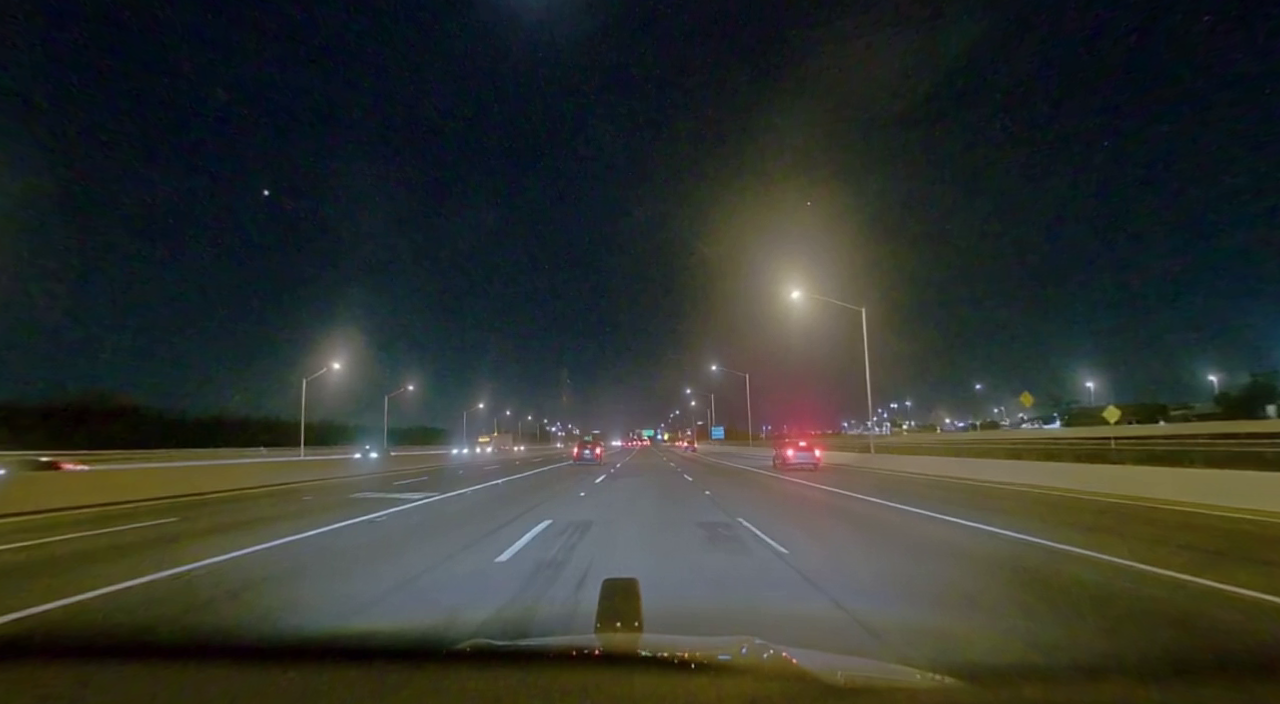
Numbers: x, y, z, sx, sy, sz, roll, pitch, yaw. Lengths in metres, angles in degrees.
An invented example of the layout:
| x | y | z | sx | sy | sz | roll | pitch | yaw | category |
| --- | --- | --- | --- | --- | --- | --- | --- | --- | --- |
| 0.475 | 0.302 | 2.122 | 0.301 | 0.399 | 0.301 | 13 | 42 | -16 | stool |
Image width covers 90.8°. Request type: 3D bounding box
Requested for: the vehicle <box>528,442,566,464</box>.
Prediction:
| x | y | z | sx | sy | sz | roll | pitch | yaw | category |
| --- | --- | --- | --- | --- | --- | --- | --- | --- | --- |
| -6.559 | 7.208 | 45.098 | 2.009 | 1.462 | 4.458 | 0 | -9 | 0 | vehicle |

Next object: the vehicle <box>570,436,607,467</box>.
| x | y | z | sx | sy | sz | roll | pitch | yaw | category |
| --- | --- | --- | --- | --- | --- | --- | --- | --- | --- |
| -3.147 | 6.229 | 39.553 | 1.893 | 1.827 | 4.513 | 0 | -9 | 0 | vehicle |

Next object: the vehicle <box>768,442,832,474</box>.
| x | y | z | sx | sy | sz | roll | pitch | yaw | category |
| --- | --- | --- | --- | --- | --- | --- | --- | --- | --- |
| 7.745 | 5.157 | 31.047 | 1.900 | 1.432 | 4.519 | 0 | -9 | -1 | vehicle |

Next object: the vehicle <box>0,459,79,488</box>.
| x | y | z | sx | sy | sz | roll | pitch | yaw | category |
| --- | --- | --- | --- | --- | --- | --- | --- | --- | --- |
| -34.949 | 6.862 | 35.984 | 1.767 | 1.446 | 4.519 | 0 | -9 | 0 | vehicle |
